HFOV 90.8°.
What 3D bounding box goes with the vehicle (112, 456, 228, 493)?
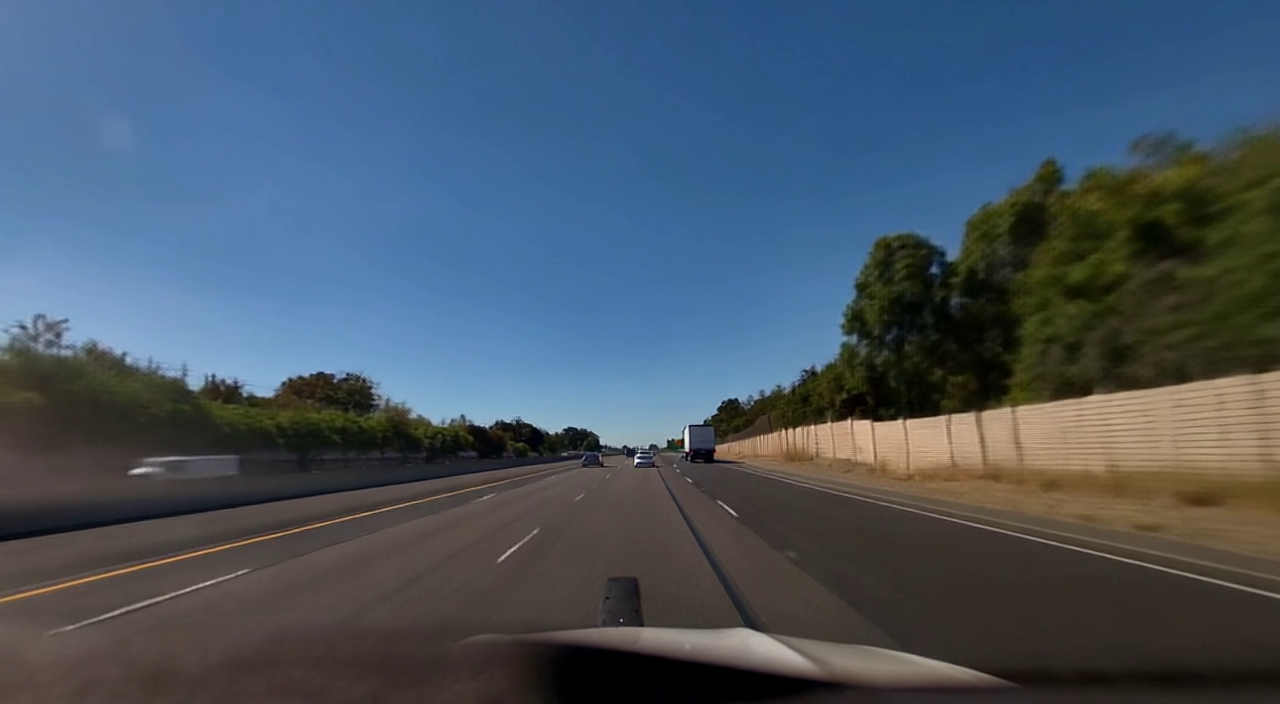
[{"bbox_3d":[-23.869,6.199,32.353,1.976,1.631,5.170,0,-9,0],"label":"vehicle"}]
